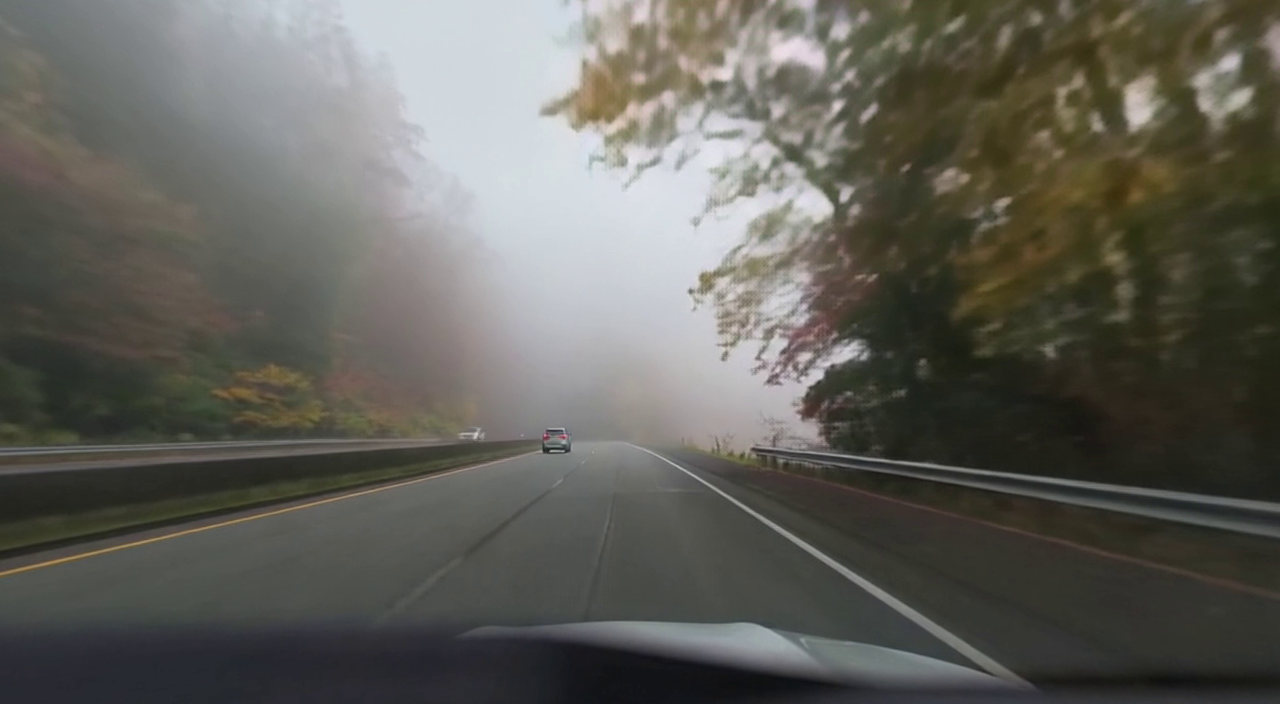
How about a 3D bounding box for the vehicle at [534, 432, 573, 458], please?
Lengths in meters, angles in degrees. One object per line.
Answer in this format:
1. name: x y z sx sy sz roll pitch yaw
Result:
1. vehicle: -5.461 5.937 40.189 2.073 1.559 4.393 0 -8 -2
